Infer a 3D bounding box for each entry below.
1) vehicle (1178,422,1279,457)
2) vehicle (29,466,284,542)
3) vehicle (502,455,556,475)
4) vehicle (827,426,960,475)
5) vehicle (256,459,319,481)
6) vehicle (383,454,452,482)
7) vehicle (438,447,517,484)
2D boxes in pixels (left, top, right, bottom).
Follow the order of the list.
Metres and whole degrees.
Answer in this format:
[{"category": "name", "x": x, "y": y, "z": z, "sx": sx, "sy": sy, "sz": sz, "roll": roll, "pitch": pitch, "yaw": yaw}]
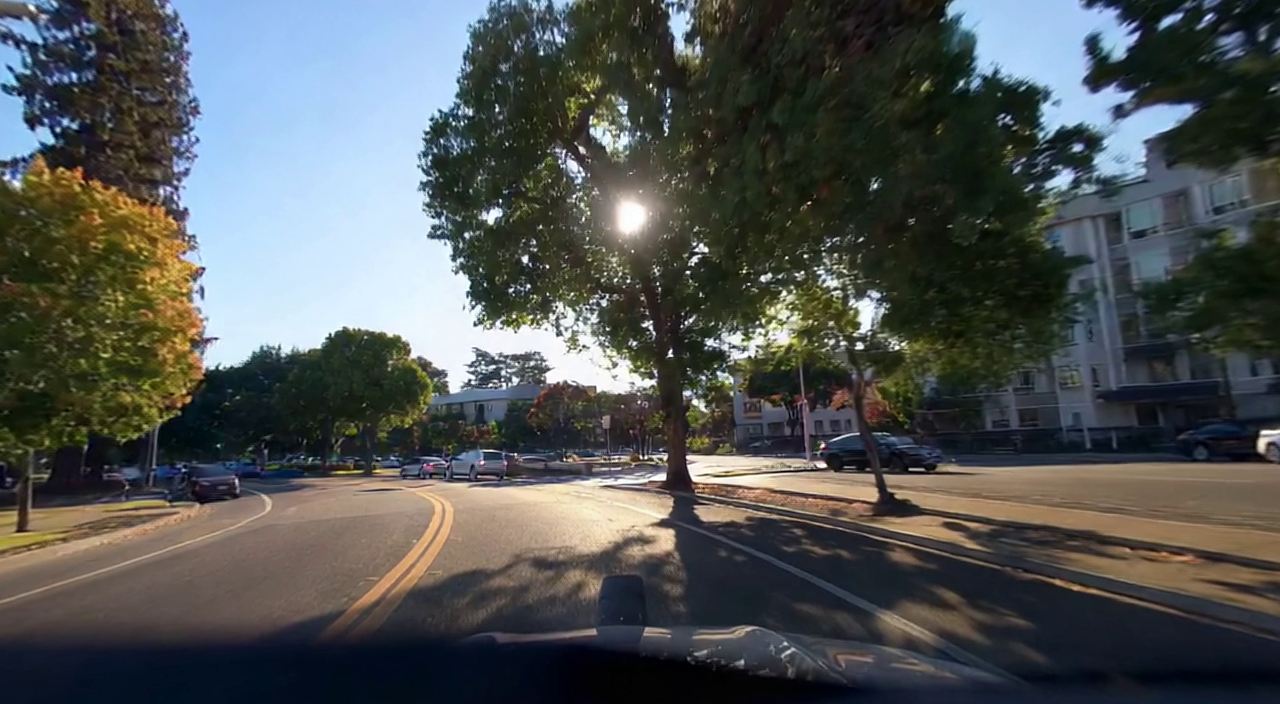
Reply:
[{"category": "vehicle", "x": 24.703, "y": 3.614, "z": 26.010, "sx": 3.467, "sy": 1.375, "sz": 1.566, "roll": -4, "pitch": -10, "yaw": 24}, {"category": "vehicle", "x": -11.909, "y": 3.743, "z": 16.509, "sx": 2.876, "sy": 1.170, "sz": 6.732, "roll": -2, "pitch": -8, "yaw": -15}, {"category": "vehicle", "x": -8.483, "y": 8.675, "z": 48.796, "sx": 2.218, "sy": 1.373, "sz": 4.156, "roll": -4, "pitch": -9, "yaw": 22}, {"category": "vehicle", "x": 9.205, "y": 3.594, "z": 23.097, "sx": 4.248, "sy": 1.657, "sz": 1.940, "roll": -3, "pitch": -10, "yaw": 23}, {"category": "vehicle", "x": -26.610, "y": 8.865, "z": 47.677, "sx": 4.713, "sy": 1.508, "sz": 1.884, "roll": -5, "pitch": -10, "yaw": 30}, {"category": "vehicle", "x": -13.803, "y": 7.117, "z": 39.006, "sx": 4.579, "sy": 1.509, "sz": 2.066, "roll": -8, "pitch": -12, "yaw": 43}, {"category": "vehicle", "x": -8.679, "y": 5.942, "z": 33.448, "sx": 2.289, "sy": 1.785, "sz": 4.944, "roll": 6, "pitch": -11, "yaw": -37}]
